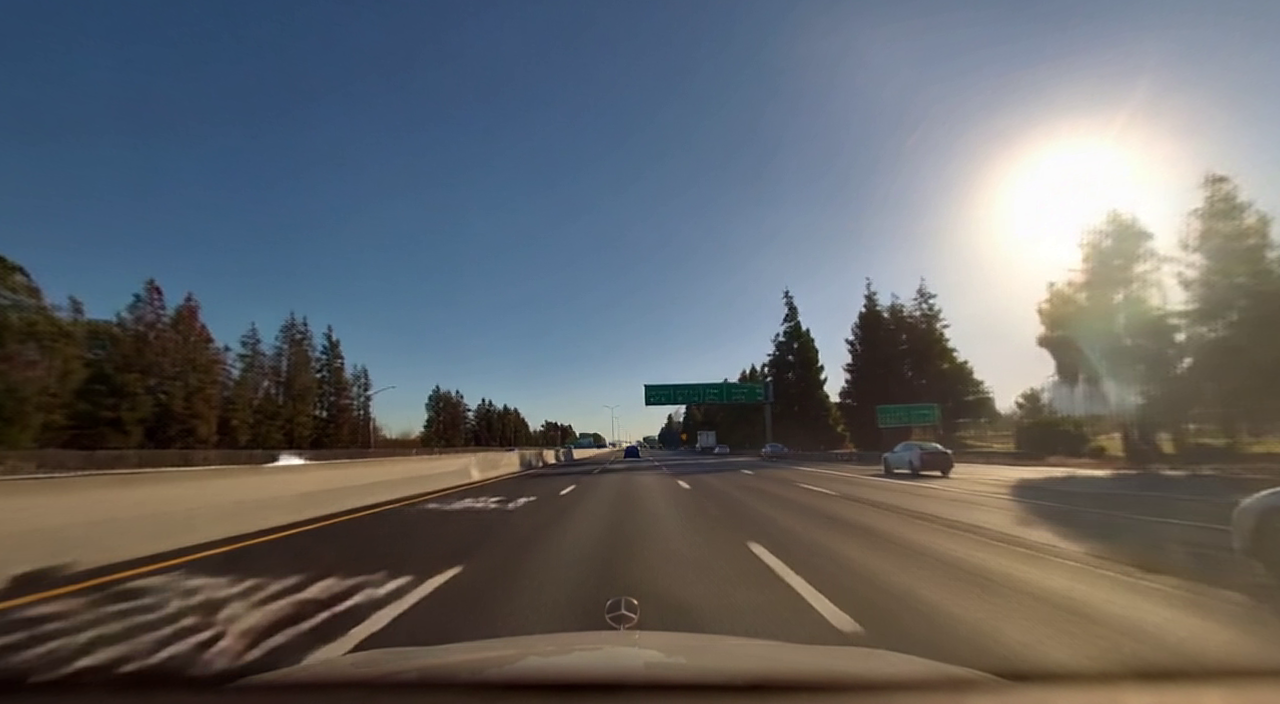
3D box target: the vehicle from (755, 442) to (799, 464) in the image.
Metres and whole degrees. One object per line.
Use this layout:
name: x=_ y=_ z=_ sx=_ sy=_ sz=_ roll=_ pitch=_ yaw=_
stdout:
vehicle: x=9.803 y=7.266 z=45.603 sx=2.075 sy=1.496 sz=4.573 roll=0 pitch=-9 yaw=-2

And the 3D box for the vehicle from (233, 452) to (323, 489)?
vehicle: x=-14.961 y=4.889 z=26.324 sx=1.629 sy=1.362 sz=3.473 roll=0 pitch=-8 yaw=0

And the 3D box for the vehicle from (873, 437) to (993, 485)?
vehicle: x=10.531 y=3.949 z=23.213 sx=1.962 sy=1.536 sz=4.945 roll=0 pitch=-9 yaw=-1
